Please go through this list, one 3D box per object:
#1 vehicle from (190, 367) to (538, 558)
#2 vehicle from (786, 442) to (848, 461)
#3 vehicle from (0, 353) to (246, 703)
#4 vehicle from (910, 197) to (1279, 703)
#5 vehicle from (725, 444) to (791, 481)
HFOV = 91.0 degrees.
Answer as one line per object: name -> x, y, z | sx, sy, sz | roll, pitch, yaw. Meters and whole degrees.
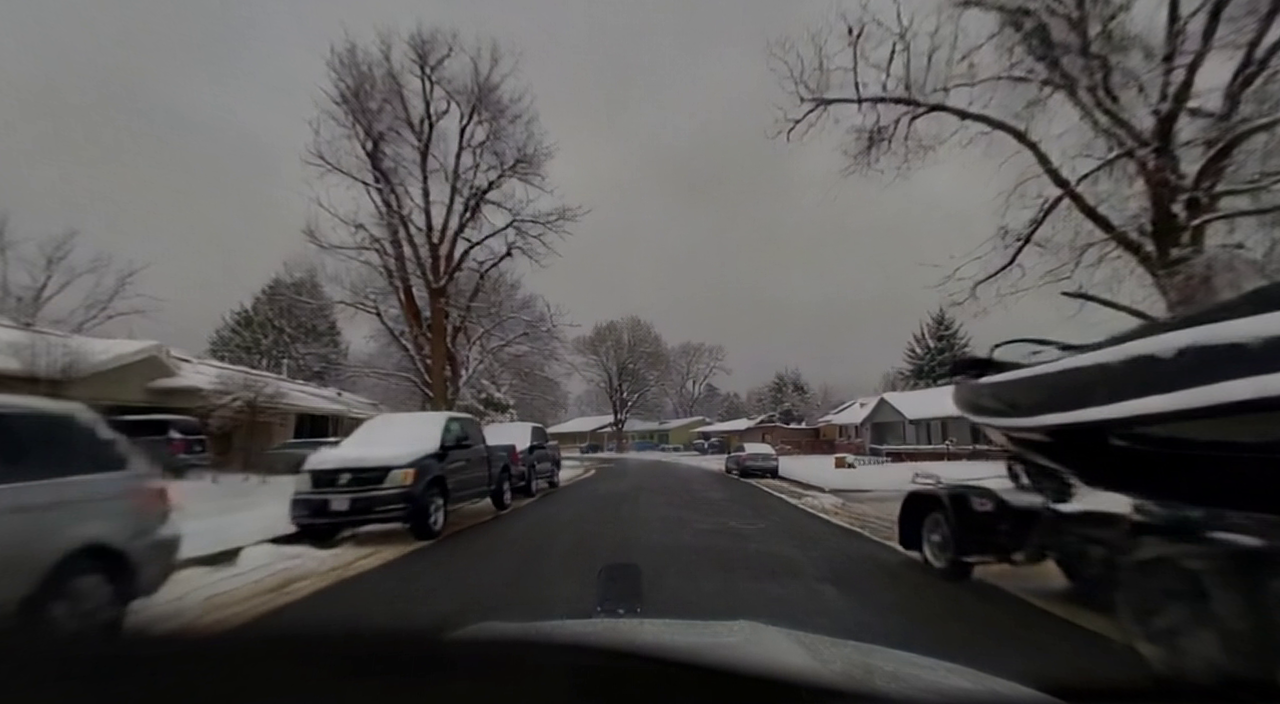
vehicle -> -3.824, 1.765, 10.663 | 2.632, 2.249, 6.179 | -1, -9, 5
vehicle -> 13.880, 7.784, 49.389 | 4.252, 1.429, 1.907 | 2, -9, -18
vehicle -> -4.103, 0.803, 2.456 | 2.052, 1.745, 4.737 | 0, -9, 0
vehicle -> 4.305, 0.758, 4.038 | 2.697, 2.558, 5.635 | 0, -9, 1
vehicle -> 5.087, 4.818, 27.776 | 1.998, 1.489, 4.722 | 0, -9, 0
